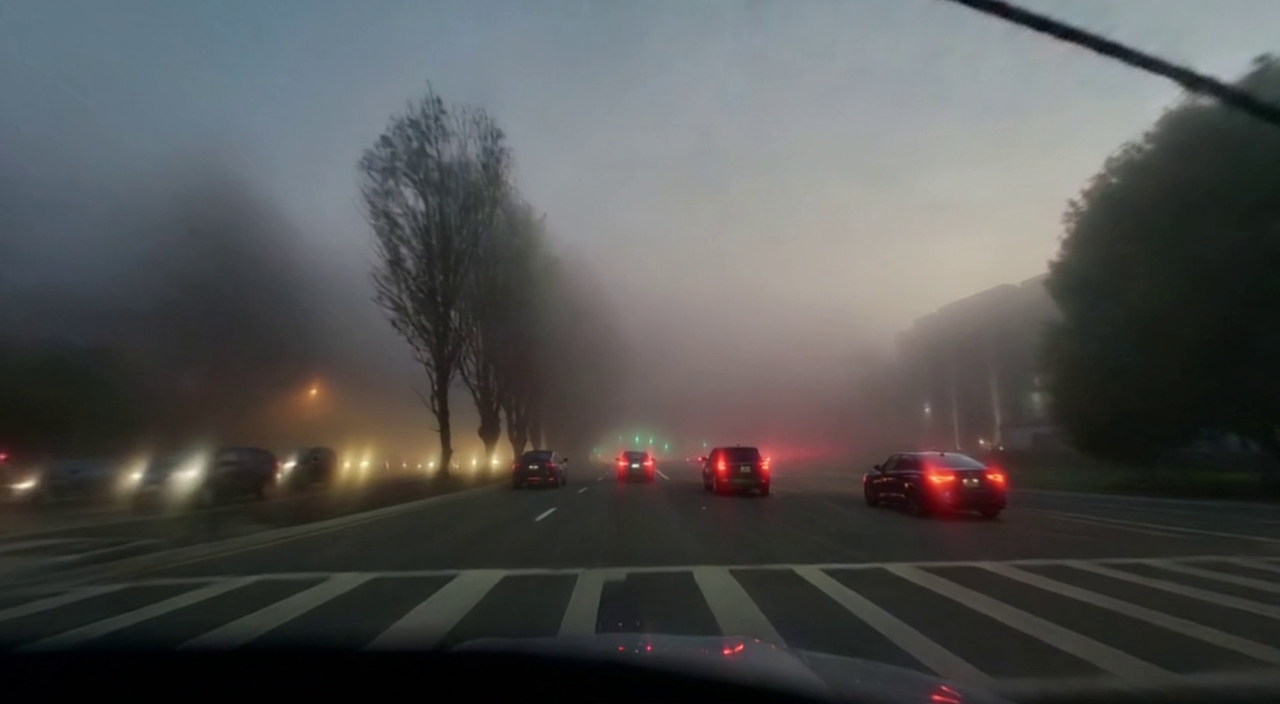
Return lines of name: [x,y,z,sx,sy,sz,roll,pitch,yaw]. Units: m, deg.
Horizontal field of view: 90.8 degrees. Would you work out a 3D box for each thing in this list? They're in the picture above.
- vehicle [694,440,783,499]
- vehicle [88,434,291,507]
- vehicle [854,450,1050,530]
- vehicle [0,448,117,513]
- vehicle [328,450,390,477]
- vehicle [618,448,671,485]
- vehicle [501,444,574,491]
vehicle: [3.141,3.831,21.064,2.161,1.716,4.194,0,-8,-2]
vehicle: [-12.622,3.329,18.286,2.259,1.804,4.990,0,-8,-1]
vehicle: [6.423,2.851,13.693,1.945,1.408,4.288,0,-8,-2]
vehicle: [-15.455,3.095,15.355,1.871,1.449,4.254,-1,-8,-1]
vehicle: [-19.077,7.557,43.129,2.186,1.676,4.444,-1,-8,-1]
vehicle: [0.130,5.020,28.031,2.155,1.486,4.403,0,-8,-1]
vehicle: [-3.935,4.492,25.050,2.172,1.671,4.175,0,-8,0]
